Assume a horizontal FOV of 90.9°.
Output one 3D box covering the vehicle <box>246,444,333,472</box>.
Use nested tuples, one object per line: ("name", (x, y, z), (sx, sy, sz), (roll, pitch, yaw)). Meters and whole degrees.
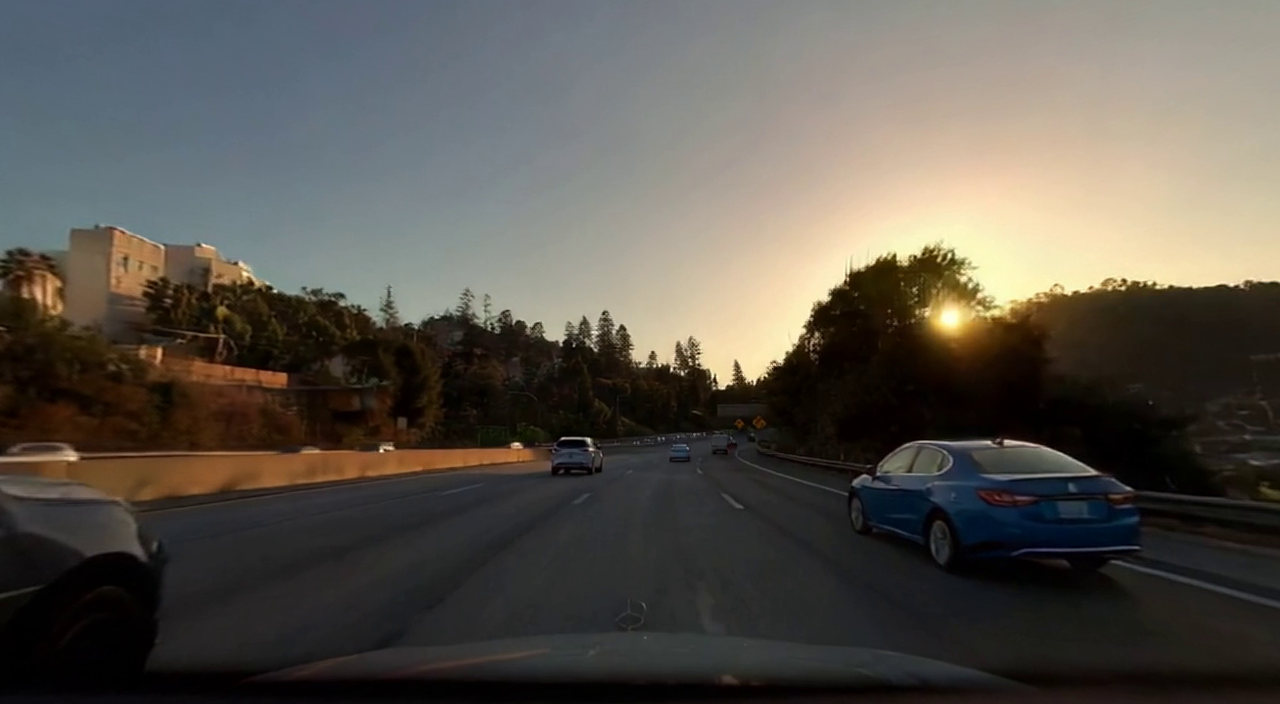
("vehicle", (-19.697, 5.952, 35.721), (1.868, 1.469, 4.771), (-1, -9, 5))

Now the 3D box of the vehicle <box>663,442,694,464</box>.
("vehicle", (2.789, 7.188, 45.048), (2.158, 1.458, 3.656), (-1, -9, 5))

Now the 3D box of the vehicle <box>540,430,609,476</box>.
("vehicle", (-2.711, 4.368, 27.458), (2.185, 1.823, 4.854), (-1, -9, 4))

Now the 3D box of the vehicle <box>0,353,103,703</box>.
("vehicle", (-3.959, 0.575, 0.848), (2.192, 1.716, 4.748), (0, -9, 1))

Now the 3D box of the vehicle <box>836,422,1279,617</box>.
("vehicle", (4.011, 1.639, 7.186), (2.131, 1.497, 4.456), (0, -9, 0))
